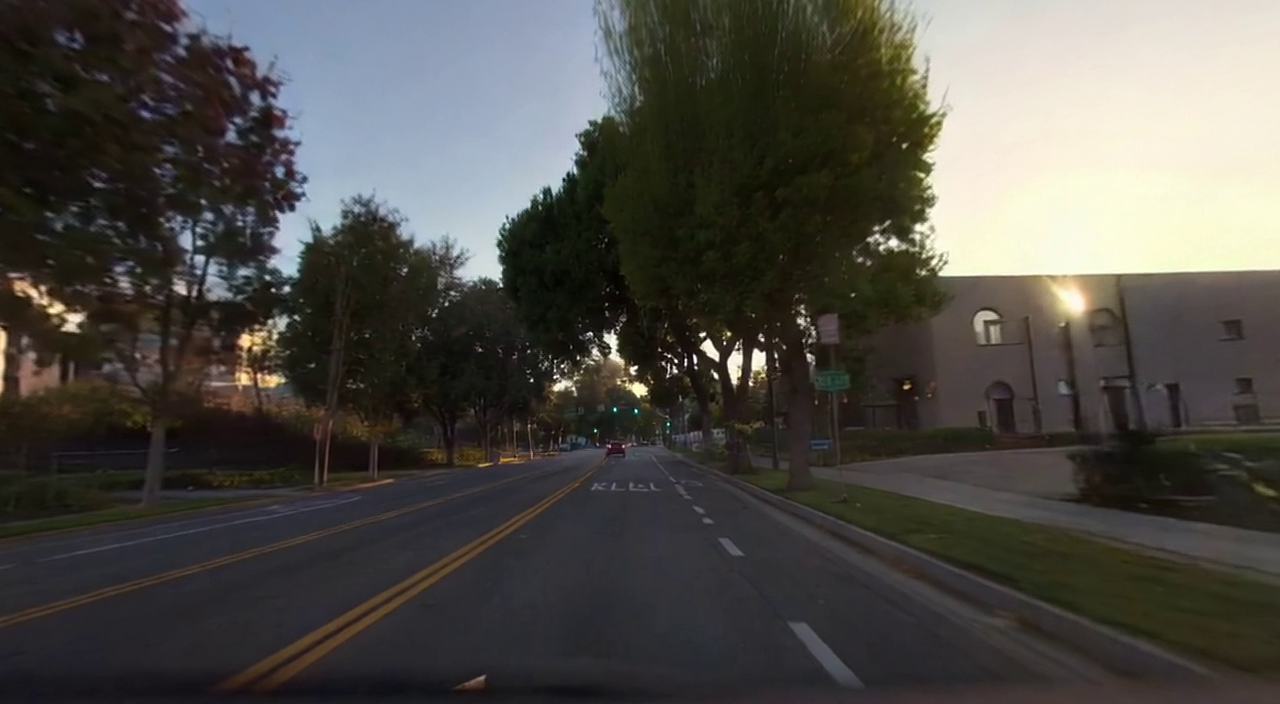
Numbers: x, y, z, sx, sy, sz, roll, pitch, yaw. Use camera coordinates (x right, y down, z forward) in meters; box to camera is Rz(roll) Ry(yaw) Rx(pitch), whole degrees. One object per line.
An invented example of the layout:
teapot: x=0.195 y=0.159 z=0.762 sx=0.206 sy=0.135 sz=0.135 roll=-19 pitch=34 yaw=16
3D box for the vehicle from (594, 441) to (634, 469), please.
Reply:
vehicle: x=-1.523 y=5.835 z=36.077 sx=2.131 sy=1.474 sz=4.146 roll=1 pitch=-8 yaw=-4
